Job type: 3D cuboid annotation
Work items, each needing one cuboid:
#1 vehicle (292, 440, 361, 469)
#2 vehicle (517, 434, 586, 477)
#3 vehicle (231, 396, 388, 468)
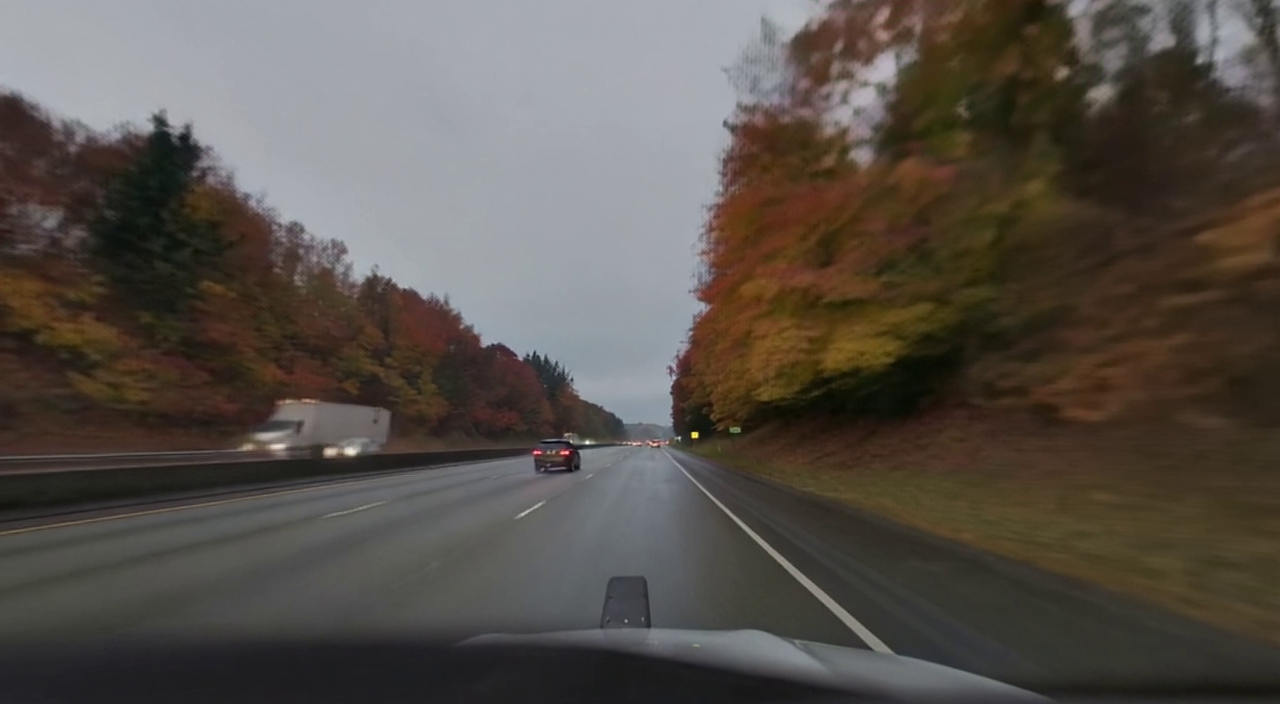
[{"bbox_3d":[-18.709,6.093,37.751,1.907,1.638,4.207,0,-8,2],"label":"vehicle"},{"bbox_3d":[-3.588,4.290,26.393,2.123,1.643,4.479,0,-8,2],"label":"vehicle"},{"bbox_3d":[-22.153,5.709,43.912,2.969,4.178,14.398,0,-8,1],"label":"vehicle"}]
